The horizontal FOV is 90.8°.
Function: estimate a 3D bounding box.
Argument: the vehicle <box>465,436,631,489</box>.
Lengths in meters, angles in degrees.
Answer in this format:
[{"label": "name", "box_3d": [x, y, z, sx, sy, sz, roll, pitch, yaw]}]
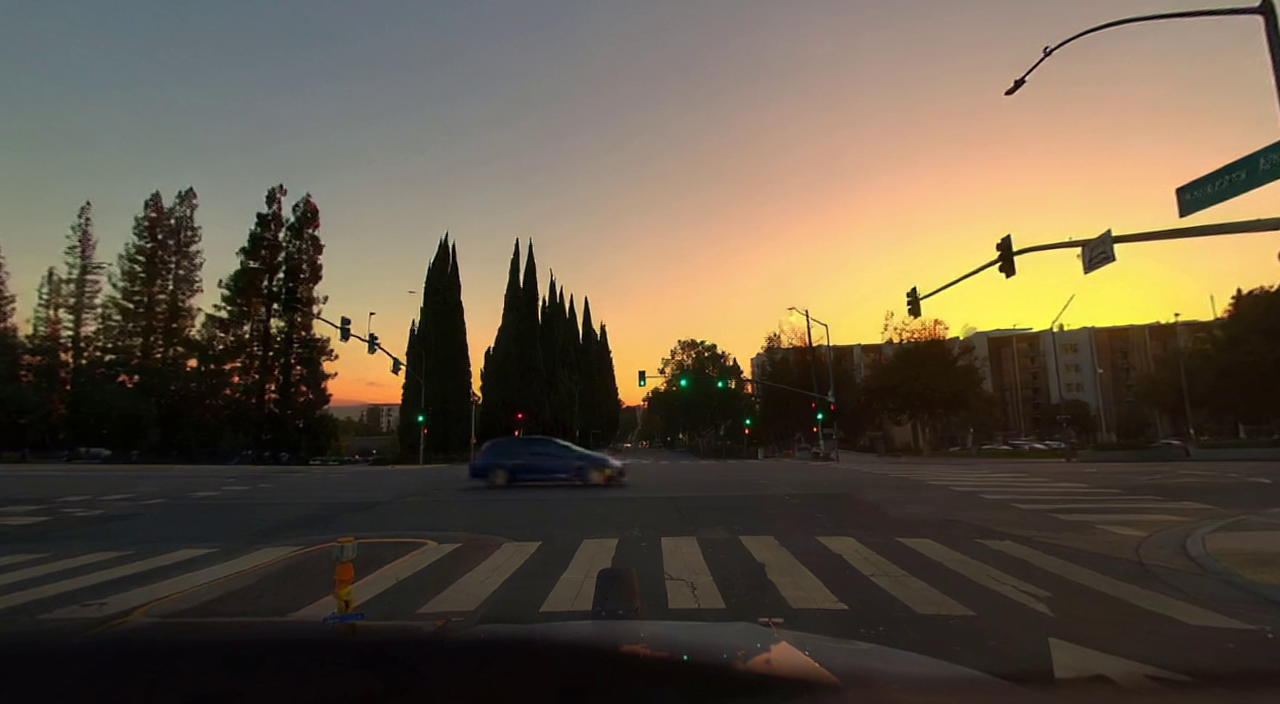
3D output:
[{"label": "vehicle", "box_3d": [-2.628, 3.309, 19.003, 4.698, 1.466, 1.883, 0, -9, 0]}]
